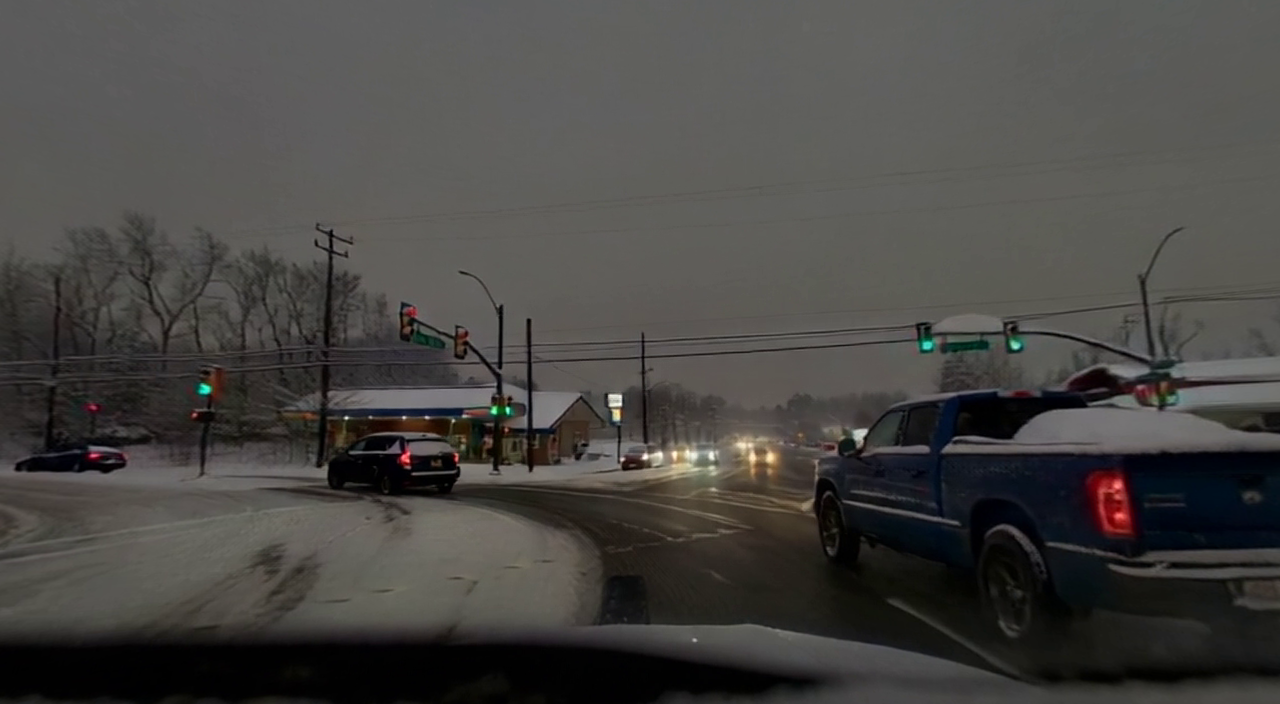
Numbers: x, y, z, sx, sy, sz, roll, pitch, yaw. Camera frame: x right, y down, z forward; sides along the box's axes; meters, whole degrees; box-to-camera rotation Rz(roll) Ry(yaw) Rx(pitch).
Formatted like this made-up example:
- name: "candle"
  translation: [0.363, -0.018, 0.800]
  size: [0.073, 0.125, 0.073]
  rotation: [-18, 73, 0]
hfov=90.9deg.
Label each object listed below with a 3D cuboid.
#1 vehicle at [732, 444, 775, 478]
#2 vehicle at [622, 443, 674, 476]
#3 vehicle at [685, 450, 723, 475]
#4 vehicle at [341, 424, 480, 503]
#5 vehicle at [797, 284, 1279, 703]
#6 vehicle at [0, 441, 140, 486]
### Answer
- name: "vehicle"
  translation: [6.378, 5.975, 34.931]
  size: [2.089, 1.737, 4.720]
  rotation: [-2, -9, 13]
- name: "vehicle"
  translation: [0.578, 6.693, 39.631]
  size: [2.303, 1.895, 5.301]
  rotation: [-2, -9, 11]
- name: "vehicle"
  translation: [4.109, 6.974, 39.963]
  size: [1.856, 1.448, 4.455]
  rotation: [-2, -9, 12]
- name: "vehicle"
  translation: [-6.460, 2.994, 17.369]
  size: [2.141, 1.842, 4.889]
  rotation: [6, -11, -37]
- name: "vehicle"
  translation: [3.048, 1.029, 4.844]
  size: [2.036, 1.818, 5.192]
  rotation: [0, -8, -4]
- name: "vehicle"
  translation: [-23.555, 4.573, 26.079]
  size: [4.498, 1.725, 1.921]
  rotation: [-2, -9, 12]
